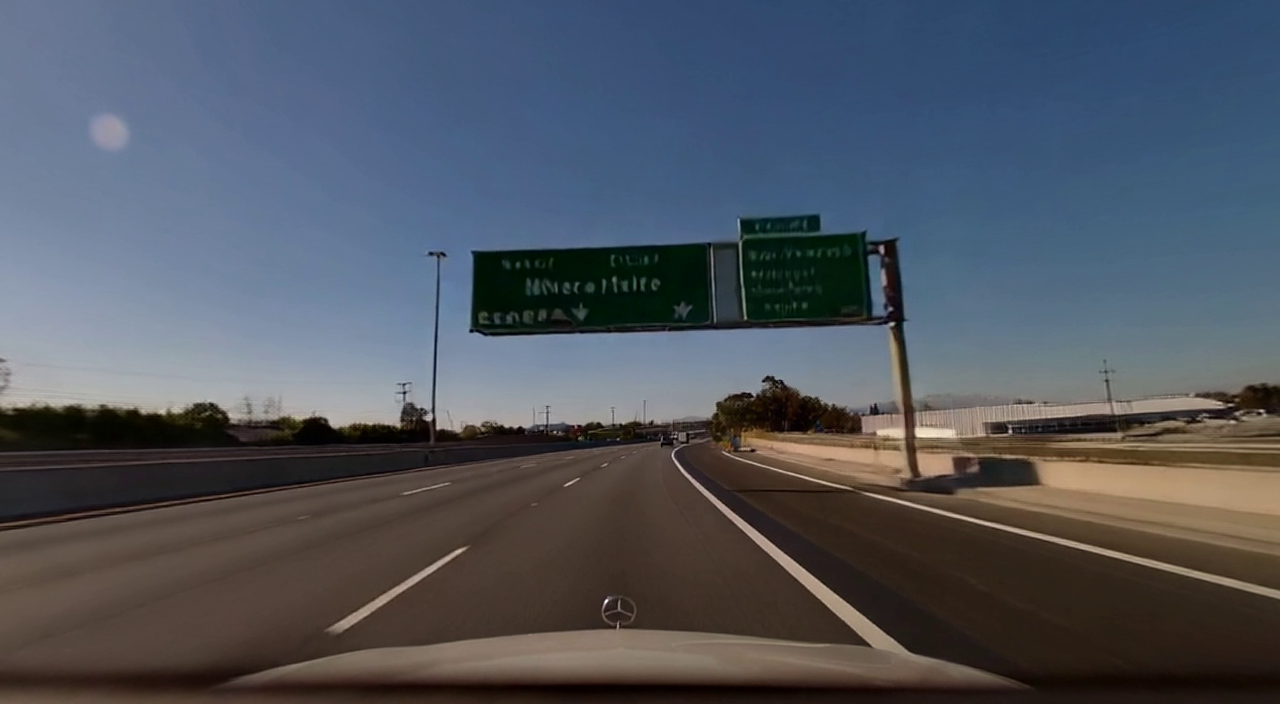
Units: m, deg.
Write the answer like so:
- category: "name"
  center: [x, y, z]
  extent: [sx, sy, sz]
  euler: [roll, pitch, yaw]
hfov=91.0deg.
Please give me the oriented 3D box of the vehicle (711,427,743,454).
- category: "vehicle"
  center: [6.823, 6.996, 49.816]
  extent: [1.914, 2.013, 4.041]
  euler: [0, -8, -1]
